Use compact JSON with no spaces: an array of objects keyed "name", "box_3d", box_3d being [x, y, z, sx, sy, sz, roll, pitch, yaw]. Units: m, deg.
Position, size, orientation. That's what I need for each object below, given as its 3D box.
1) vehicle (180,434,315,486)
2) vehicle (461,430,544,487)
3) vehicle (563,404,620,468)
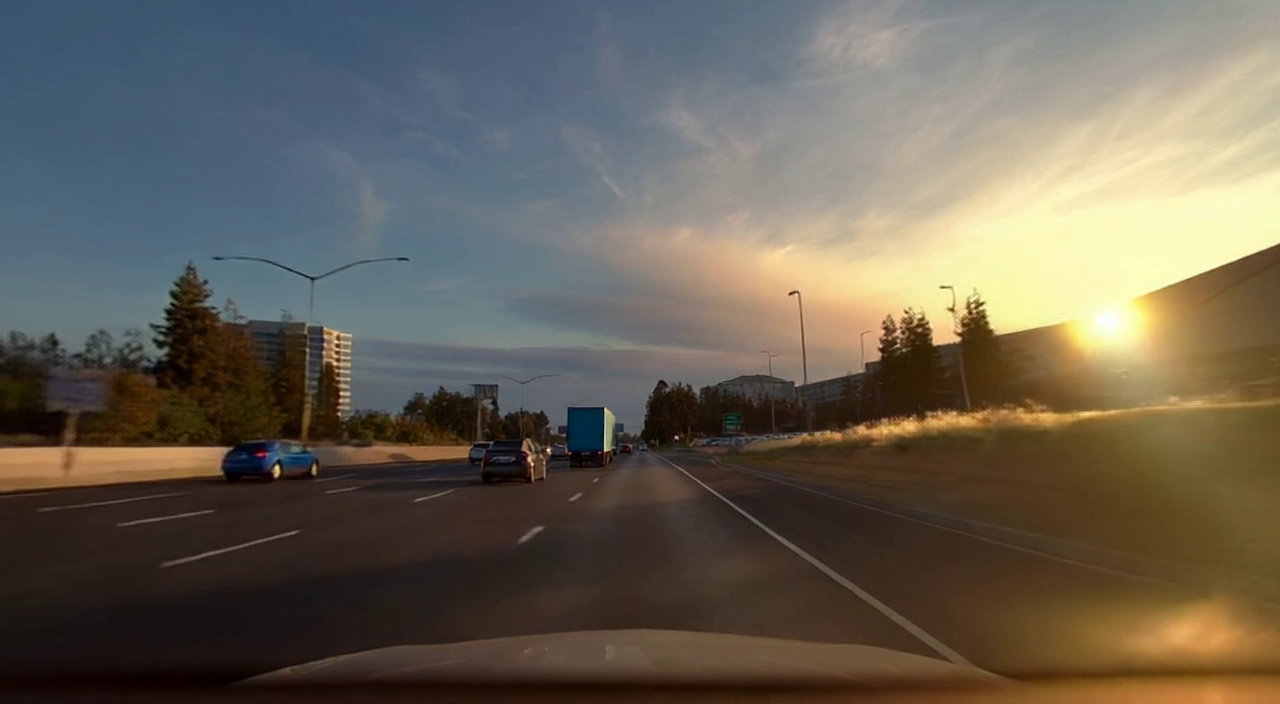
[{"name":"vehicle","box_3d":[-14.209,3.926,23.215,1.997,1.695,4.492,0,-8,1]},{"name":"vehicle","box_3d":[-4.887,3.846,23.047,2.058,1.840,4.443,0,-8,-1]},{"name":"vehicle","box_3d":[-3.250,6.216,46.191,2.905,4.037,12.921,0,-8,1]}]
